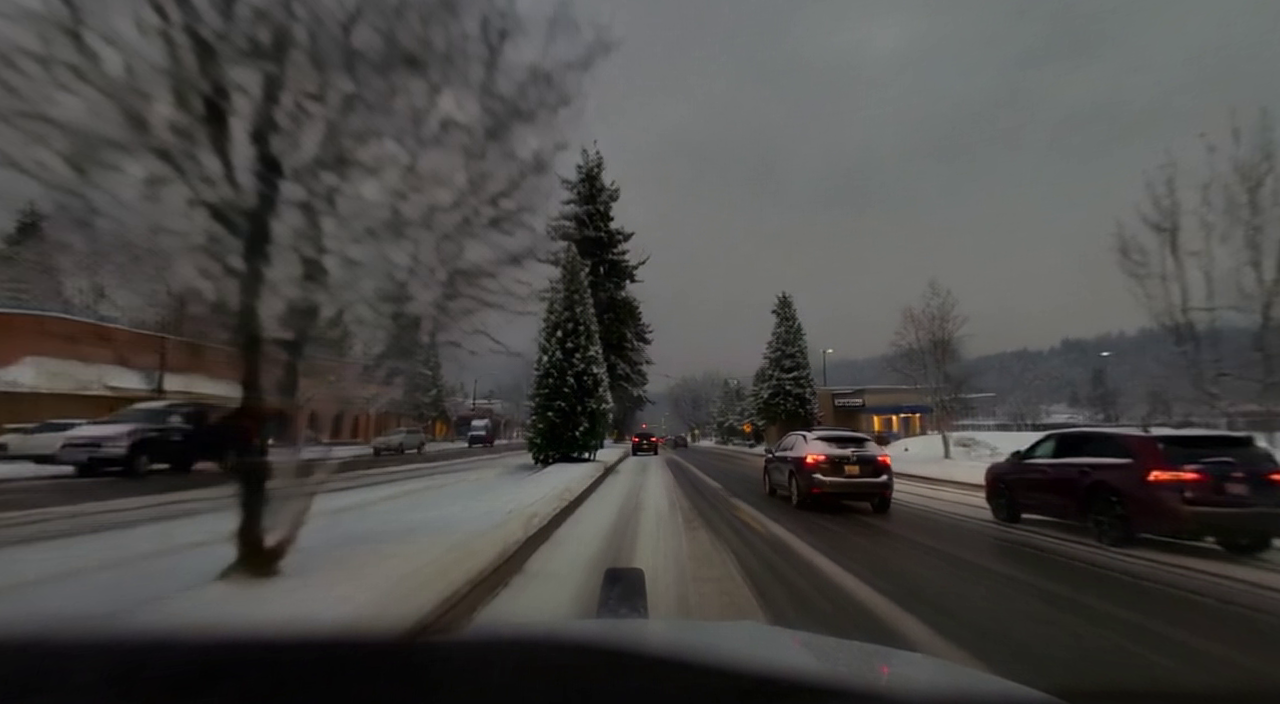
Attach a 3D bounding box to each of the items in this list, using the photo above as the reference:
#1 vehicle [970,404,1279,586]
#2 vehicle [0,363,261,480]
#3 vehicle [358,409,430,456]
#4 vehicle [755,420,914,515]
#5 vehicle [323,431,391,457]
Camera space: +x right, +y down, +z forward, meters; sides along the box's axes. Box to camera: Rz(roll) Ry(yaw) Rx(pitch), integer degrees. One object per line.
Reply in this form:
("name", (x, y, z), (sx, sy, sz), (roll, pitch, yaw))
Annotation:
("vehicle", (6.843, 1.731, 8.538), (2.134, 1.738, 4.833), (0, -8, 0))
("vehicle", (-18.705, 2.790, 23.642), (2.935, 3.431, 9.380), (-2, -9, 2))
("vehicle", (-18.619, 6.210, 48.138), (2.811, 3.326, 6.083), (0, -8, 2))
("vehicle", (3.796, 2.332, 13.161), (2.072, 1.669, 3.836), (0, -8, 0))
("vehicle", (-18.646, 6.108, 41.873), (2.015, 1.647, 5.085), (0, -8, 2))
